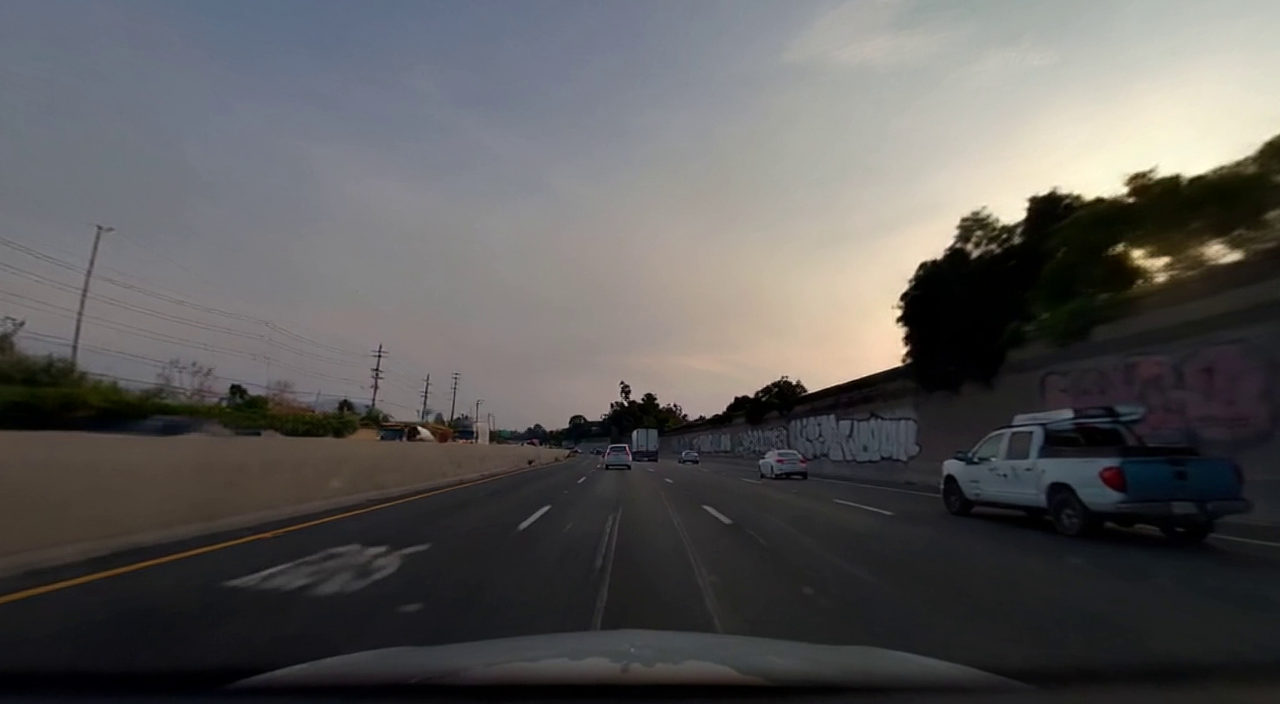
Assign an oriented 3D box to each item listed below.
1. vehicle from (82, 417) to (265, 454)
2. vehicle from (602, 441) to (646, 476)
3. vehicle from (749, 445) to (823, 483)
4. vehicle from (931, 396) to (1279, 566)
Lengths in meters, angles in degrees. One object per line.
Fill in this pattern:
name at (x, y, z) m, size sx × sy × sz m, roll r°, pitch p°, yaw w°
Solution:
vehicle at (-13.649, 2.554, 18.924) m, size 2.062 × 0.949 × 4.600 m, roll 0°, pitch -9°, yaw -1°
vehicle at (-0.852, 5.557, 33.153) m, size 2.191 × 1.685 × 3.353 m, roll 0°, pitch -9°, yaw -2°
vehicle at (6.432, 4.973, 28.348) m, size 2.032 × 1.525 × 4.631 m, roll 0°, pitch -9°, yaw -3°
vehicle at (7.314, 1.910, 10.192) m, size 2.325 × 1.924 × 5.838 m, roll 0°, pitch -9°, yaw -1°
